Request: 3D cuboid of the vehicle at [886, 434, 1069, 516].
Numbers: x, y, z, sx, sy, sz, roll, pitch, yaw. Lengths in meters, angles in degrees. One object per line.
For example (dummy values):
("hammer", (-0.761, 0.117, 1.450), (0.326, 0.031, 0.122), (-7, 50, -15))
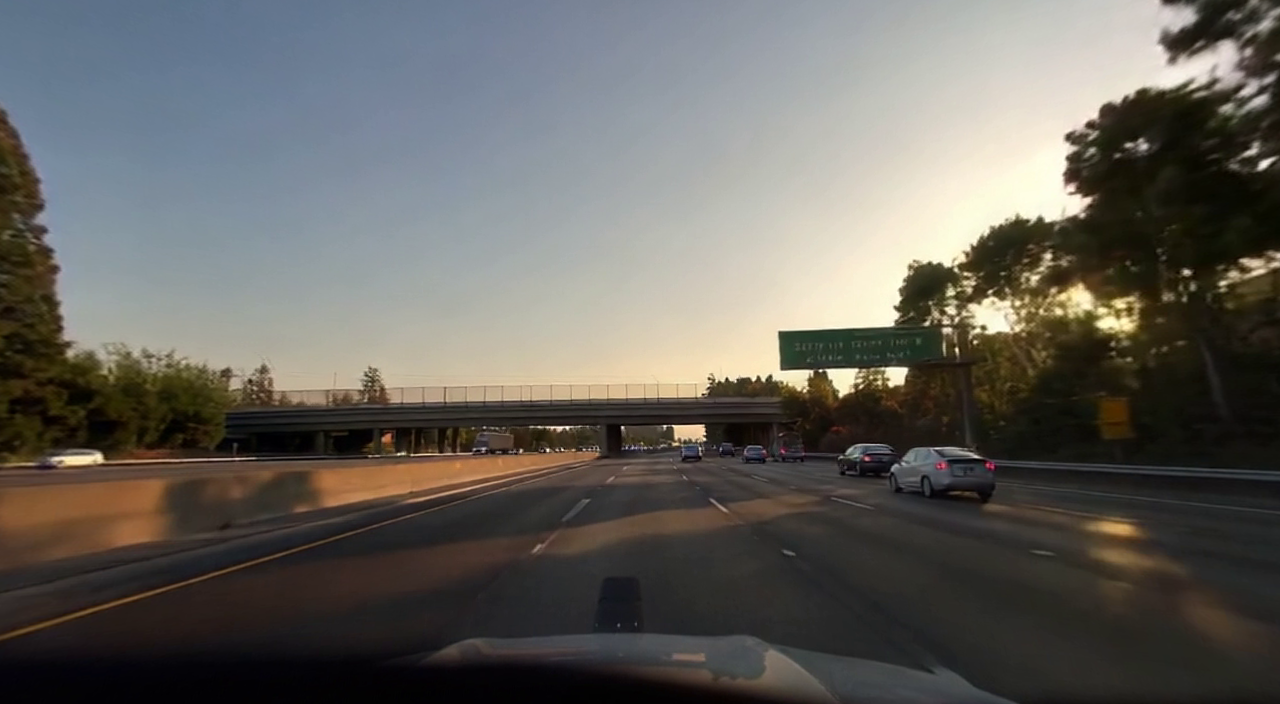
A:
("vehicle", (7.659, 2.807, 14.938), (1.862, 1.613, 4.316), (0, -9, -1))
